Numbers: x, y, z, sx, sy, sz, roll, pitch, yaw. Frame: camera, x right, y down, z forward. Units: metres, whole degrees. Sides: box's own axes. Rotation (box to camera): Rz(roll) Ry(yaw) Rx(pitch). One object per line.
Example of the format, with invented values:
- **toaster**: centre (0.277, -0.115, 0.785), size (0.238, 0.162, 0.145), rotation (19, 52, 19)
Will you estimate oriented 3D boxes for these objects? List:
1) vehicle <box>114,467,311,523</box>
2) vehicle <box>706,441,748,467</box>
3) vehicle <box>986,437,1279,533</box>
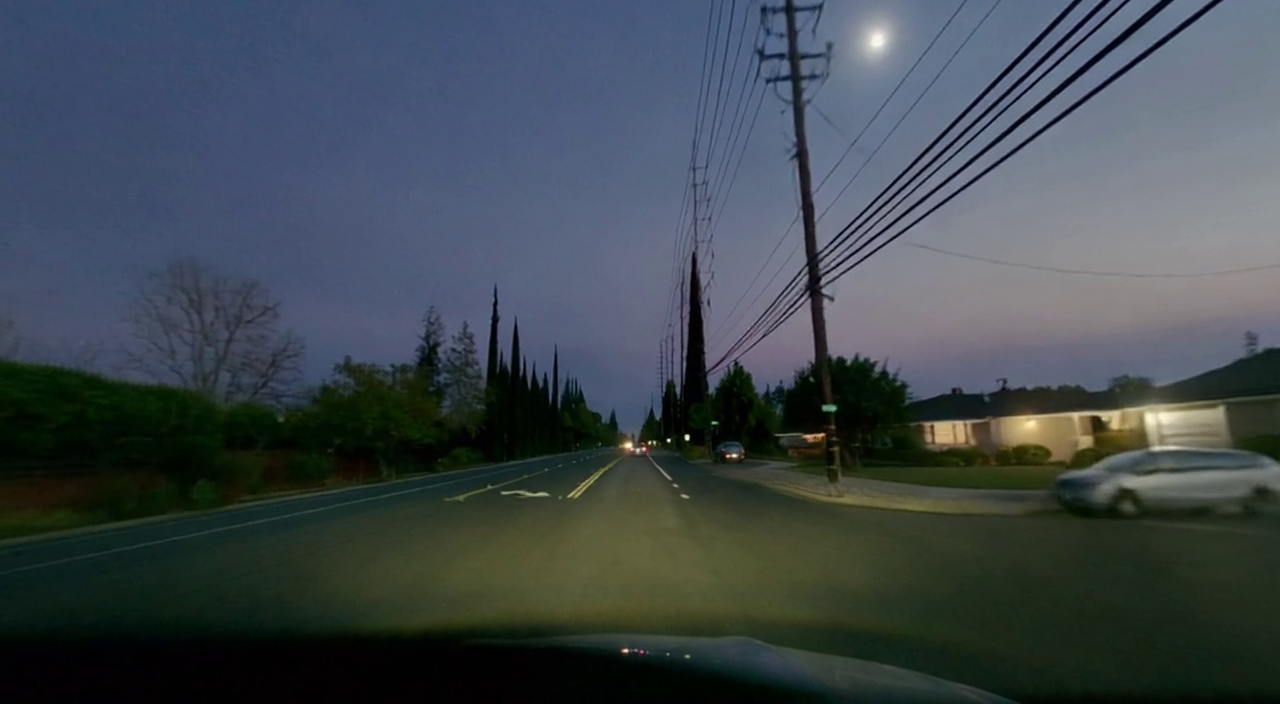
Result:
- **vehicle**: centre (-12.193, 4.085, 18.449), size (2.530, 1.265, 4.495), rotation (-1, -8, 2)
- **vehicle**: centre (5.841, 6.943, 42.831), size (2.039, 1.637, 4.782), rotation (0, -9, -1)
- **vehicle**: centre (8.761, 2.211, 10.800), size (4.487, 1.461, 1.874), rotation (-1, -9, 8)
